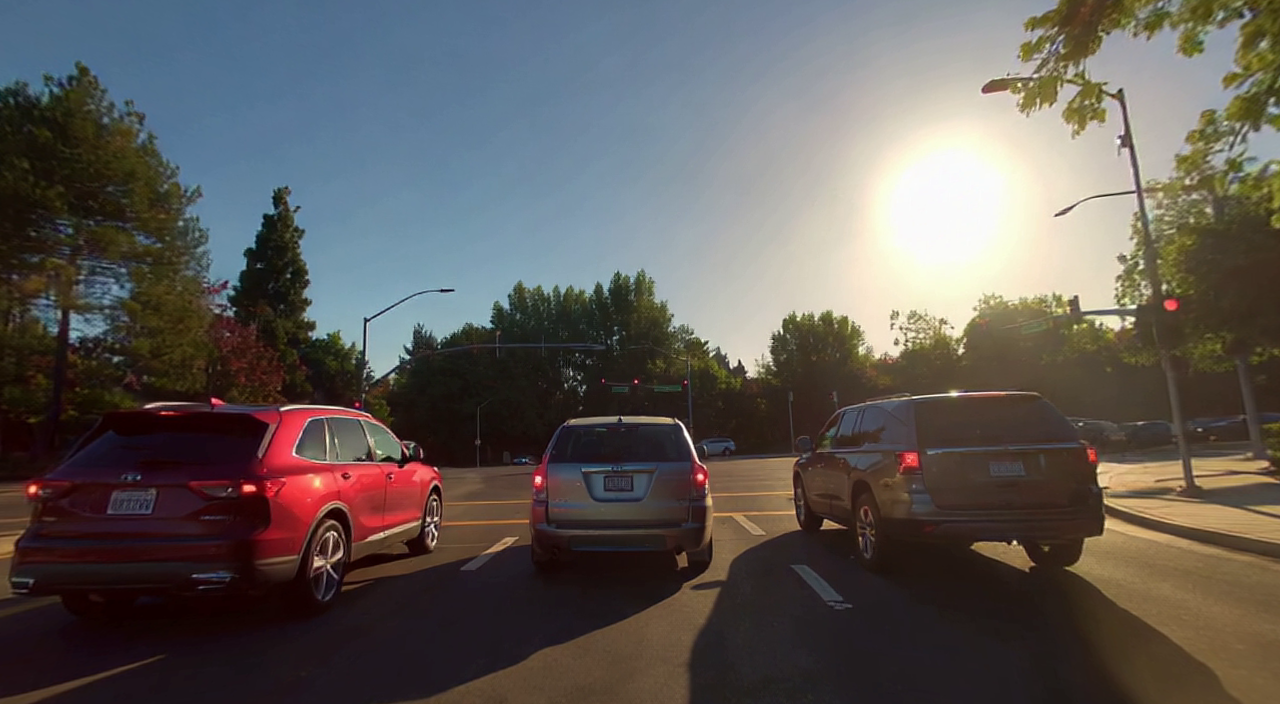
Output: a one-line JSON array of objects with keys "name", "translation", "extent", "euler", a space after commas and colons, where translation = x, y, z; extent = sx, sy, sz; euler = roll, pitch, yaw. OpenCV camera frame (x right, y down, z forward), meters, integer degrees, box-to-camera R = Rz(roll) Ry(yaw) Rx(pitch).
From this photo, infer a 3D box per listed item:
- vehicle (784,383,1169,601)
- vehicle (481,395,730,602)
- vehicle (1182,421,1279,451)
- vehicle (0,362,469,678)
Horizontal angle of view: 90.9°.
[{"name": "vehicle", "translation": [3.283, 1.479, 7.512], "extent": [2.083, 1.779, 4.532], "euler": [0, -8, 0]}, {"name": "vehicle", "translation": [-0.231, 1.512, 7.315], "extent": [2.067, 1.702, 3.987], "euler": [0, -8, 2]}, {"name": "vehicle", "translation": [32.819, 4.648, 34.751], "extent": [4.175, 1.634, 1.877], "euler": [1, -8, -4]}, {"name": "vehicle", "translation": [-3.273, 1.279, 5.903], "extent": [2.047, 1.810, 4.414], "euler": [0, -8, 1]}]
